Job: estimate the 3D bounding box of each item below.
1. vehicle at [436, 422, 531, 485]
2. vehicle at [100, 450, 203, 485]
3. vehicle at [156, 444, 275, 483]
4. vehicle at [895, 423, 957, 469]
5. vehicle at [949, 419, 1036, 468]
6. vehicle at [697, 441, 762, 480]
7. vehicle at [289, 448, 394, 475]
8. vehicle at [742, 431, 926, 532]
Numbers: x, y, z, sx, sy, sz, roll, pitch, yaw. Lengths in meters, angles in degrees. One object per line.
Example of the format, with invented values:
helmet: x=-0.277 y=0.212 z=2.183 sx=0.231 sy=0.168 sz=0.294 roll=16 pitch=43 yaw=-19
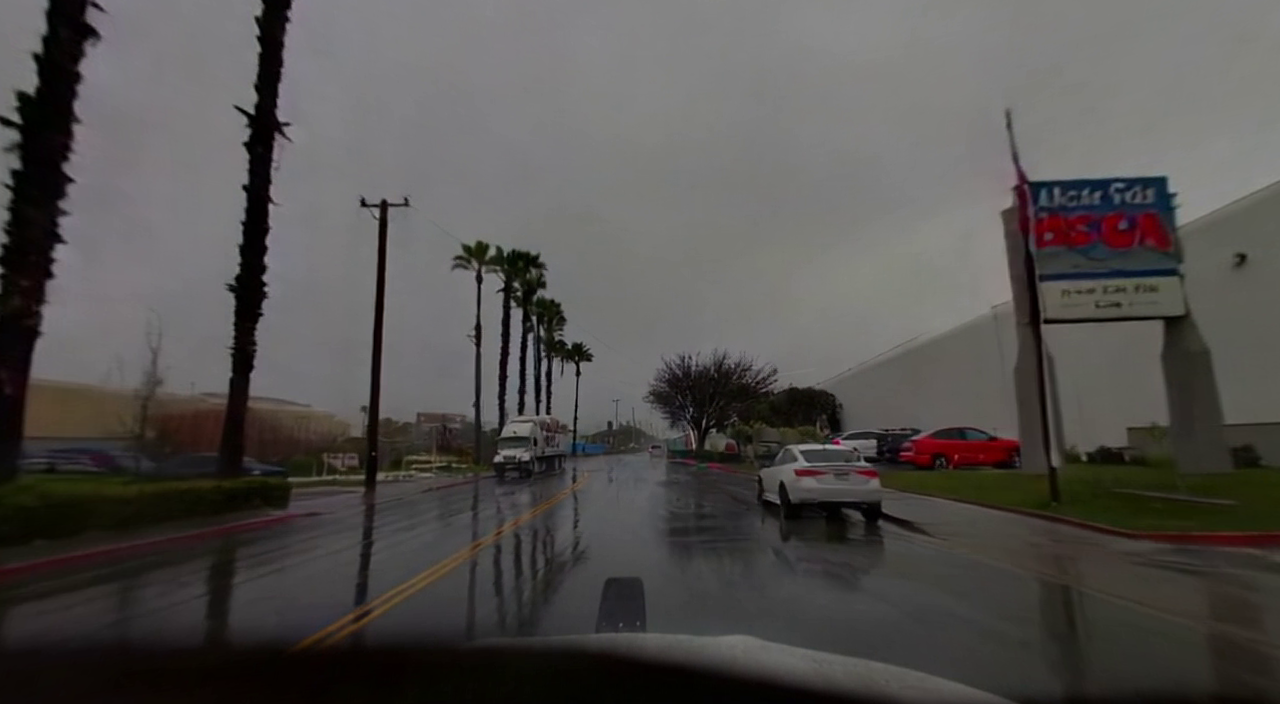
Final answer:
vehicle: x=-7.790 y=5.167 z=32.461 sx=2.845 sy=2.738 sz=7.208 roll=-3 pitch=-8 yaw=2
vehicle: x=-23.280 y=5.499 z=30.313 sx=1.836 sy=1.508 sz=3.915 roll=0 pitch=-9 yaw=-1
vehicle: x=-20.631 y=5.416 z=31.094 sx=2.152 sy=1.746 sz=5.461 roll=0 pitch=-9 yaw=-1
vehicle: x=12.434 y=4.120 z=27.707 sx=2.159 sy=1.840 sz=4.404 roll=-4 pitch=-9 yaw=21
vehicle: x=15.068 y=3.968 z=27.339 sx=2.311 sy=1.876 sz=4.987 roll=-3 pitch=-9 yaw=19
vehicle: x=3.839 y=4.777 z=28.100 sx=2.246 sy=1.533 sz=4.971 roll=0 pitch=-9 yaw=1
vehicle: x=-16.844 y=6.176 z=35.769 sx=4.890 sy=1.483 sz=2.055 roll=-1 pitch=-9 yaw=2
vehicle: x=3.548 y=2.460 z=12.654 sx=2.111 sy=1.611 sz=4.576 roll=0 pitch=-9 yaw=-1
